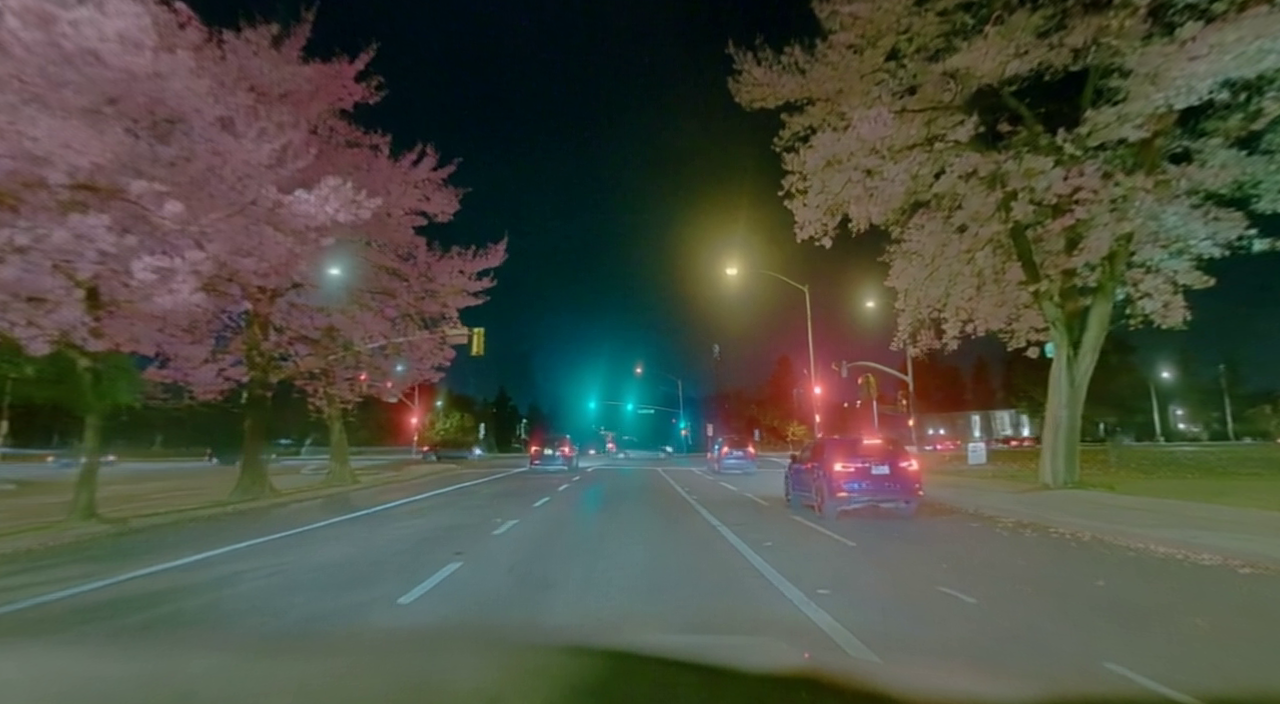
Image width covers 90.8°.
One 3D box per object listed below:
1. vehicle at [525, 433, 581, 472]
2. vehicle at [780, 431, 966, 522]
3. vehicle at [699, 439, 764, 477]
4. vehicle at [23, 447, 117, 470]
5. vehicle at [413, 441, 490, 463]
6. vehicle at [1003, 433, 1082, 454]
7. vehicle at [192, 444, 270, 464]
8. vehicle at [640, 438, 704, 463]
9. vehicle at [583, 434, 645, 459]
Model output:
[{"bbox_3d":[-3.963,4.683,29.601,1.995,1.703,4.367,0,-8,0],"label":"vehicle"},{"bbox_3d":[4.406,2.417,12.832,2.019,1.518,4.285,0,-8,-2],"label":"vehicle"},{"bbox_3d":[3.820,4.514,27.149,2.007,1.466,4.291,0,-8,-2],"label":"vehicle"},{"bbox_3d":[-39.425,7.360,43.772,4.526,1.452,1.920,0,-8,-2],"label":"vehicle"},{"bbox_3d":[-13.205,7.013,44.444,4.829,1.470,1.874,0,-8,-1],"label":"vehicle"},{"bbox_3d":[31.178,7.113,49.025,4.845,1.540,1.937,0,-8,-1],"label":"vehicle"},{"bbox_3d":[-30.596,7.665,47.352,4.549,1.439,1.794,0,-8,-1],"label":"vehicle"},{"bbox_3d":[2.083,6.552,42.212,4.089,1.588,1.808,0,-8,-2],"label":"vehicle"},{"bbox_3d":[-1.943,7.169,47.998,4.567,1.810,1.880,0,-8,-1],"label":"vehicle"}]
